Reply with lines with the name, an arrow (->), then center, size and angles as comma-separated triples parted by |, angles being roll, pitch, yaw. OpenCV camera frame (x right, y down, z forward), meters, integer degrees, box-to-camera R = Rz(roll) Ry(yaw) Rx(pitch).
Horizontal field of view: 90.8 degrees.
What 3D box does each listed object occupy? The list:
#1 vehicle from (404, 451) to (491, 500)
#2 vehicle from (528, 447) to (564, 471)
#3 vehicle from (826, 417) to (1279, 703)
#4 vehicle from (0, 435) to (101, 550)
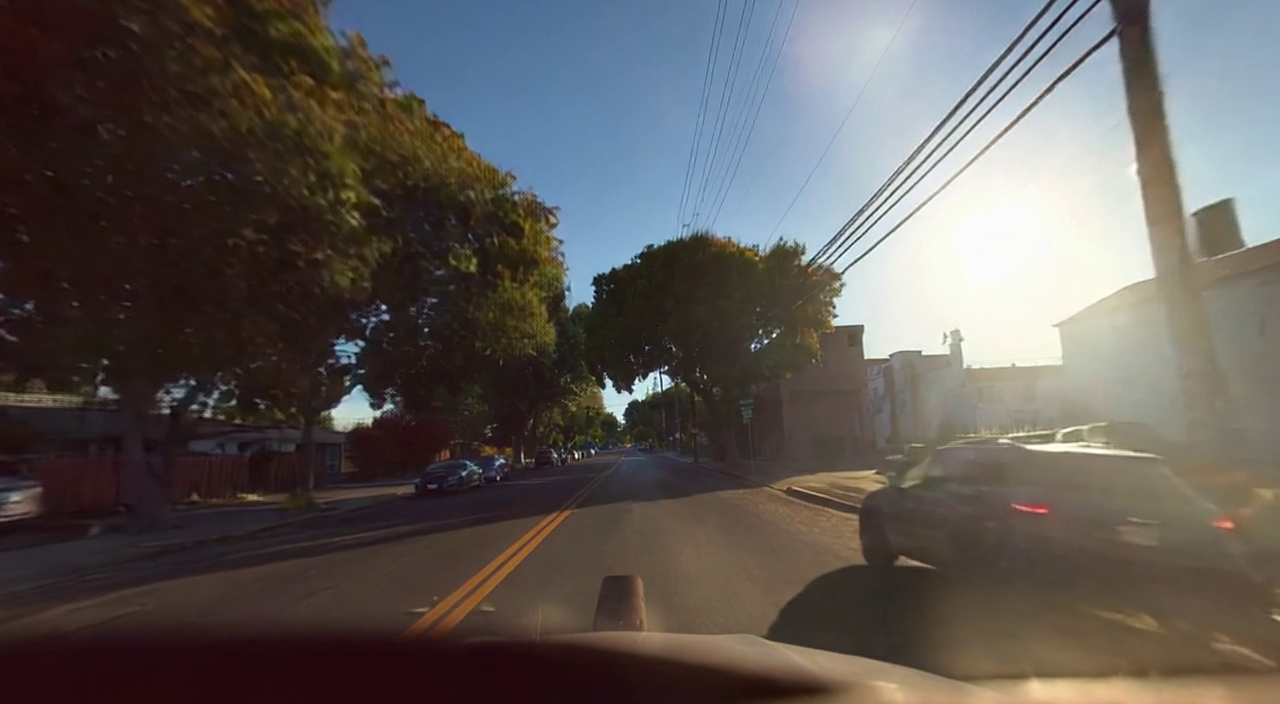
vehicle -> -6.719, 4.316, 22.546 | 1.815, 1.402, 4.559 | -4, -8, -2
vehicle -> -6.712, 7.698, 45.604 | 1.887, 1.460, 4.444 | -4, -8, 0
vehicle -> 3.121, 1.382, 5.335 | 1.843, 1.495, 3.930 | 0, -8, -1
vehicle -> -12.425, 2.350, 10.812 | 4.502, 1.813, 1.948 | 0, -8, -1
